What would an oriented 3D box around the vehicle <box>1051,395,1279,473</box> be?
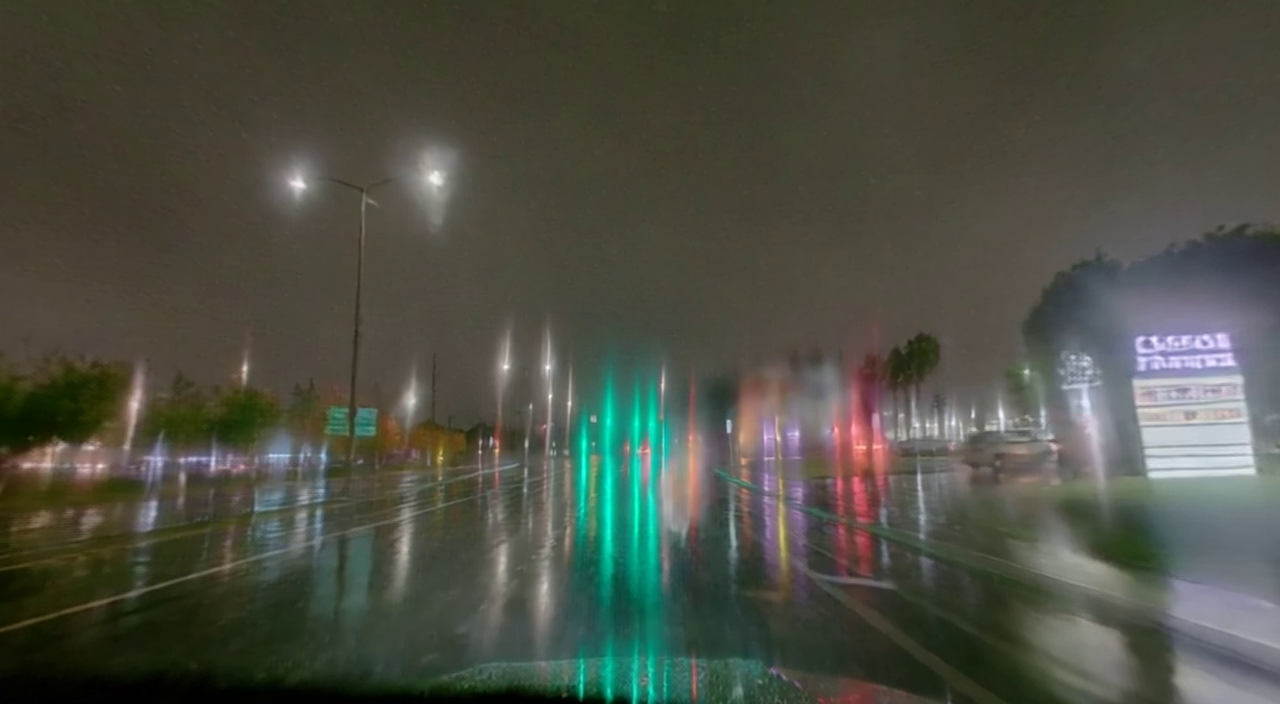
[{"bbox_3d":[13.964,2.210,16.934,4.514,1.929,1.991,0,-8,-4],"label":"vehicle"}]
